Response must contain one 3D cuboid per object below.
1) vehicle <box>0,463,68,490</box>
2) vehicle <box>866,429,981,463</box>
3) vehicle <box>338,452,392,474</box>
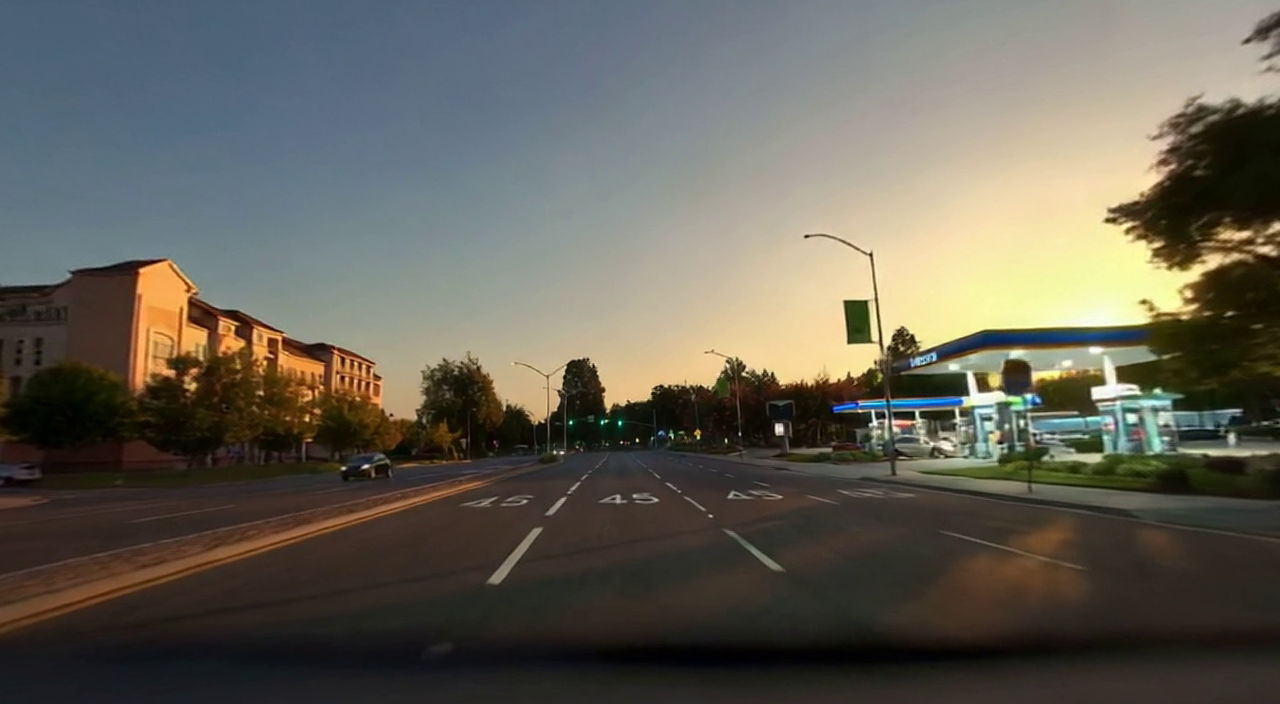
[{"bbox_3d":[-39.288,7.876,39.934,1.828,1.534,4.790,-2,-9,-2],"label":"vehicle"},{"bbox_3d":[13.512,4.516,30.287,4.548,1.568,1.953,0,-9,-2],"label":"vehicle"},{"bbox_3d":[-20.071,8.101,46.330,1.927,1.497,4.393,0,-8,1],"label":"vehicle"}]
